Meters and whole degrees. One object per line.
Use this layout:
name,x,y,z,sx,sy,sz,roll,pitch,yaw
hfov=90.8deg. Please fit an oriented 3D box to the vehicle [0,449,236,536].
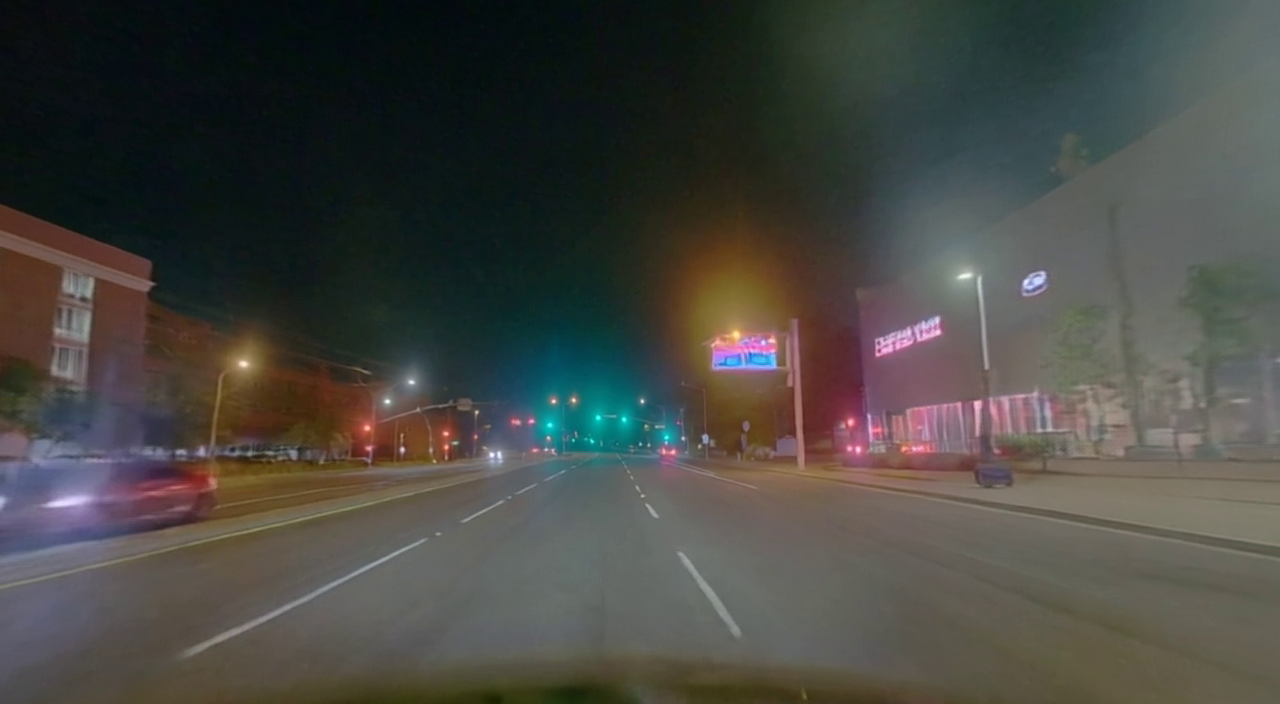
vehicle,-11.011,2.874,13.620,1.893,1.525,4.237,0,-8,-2
